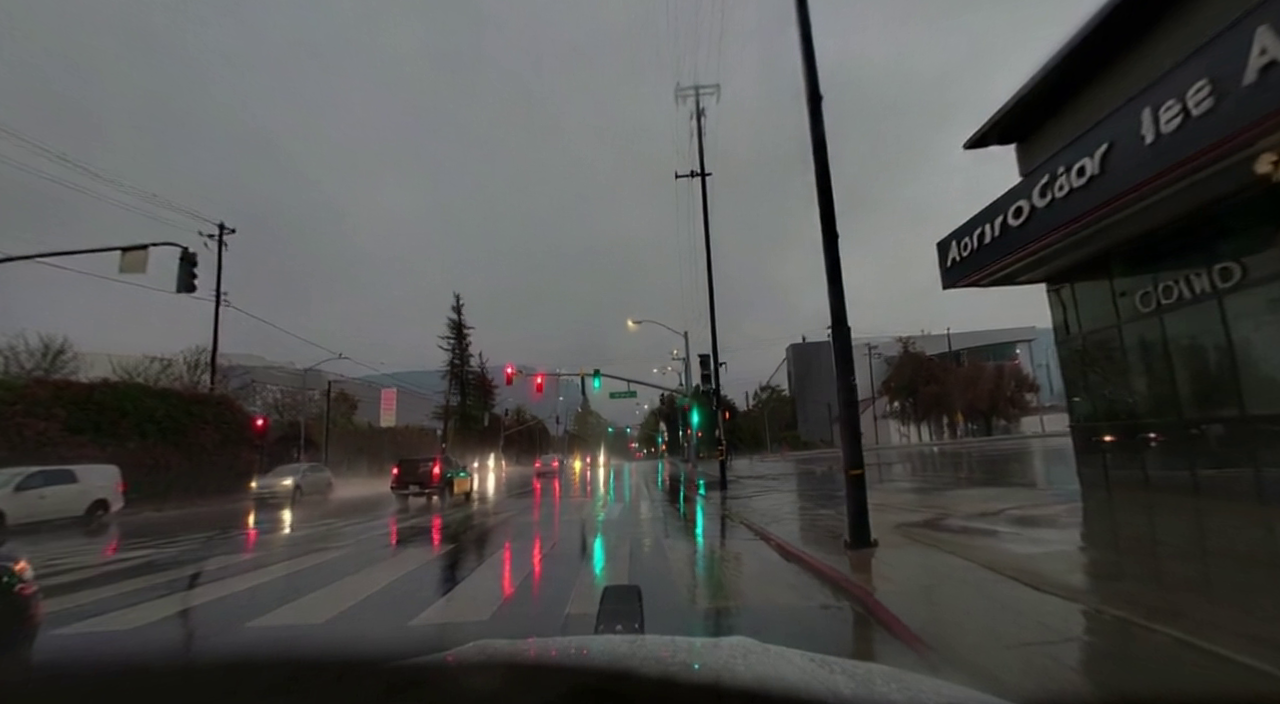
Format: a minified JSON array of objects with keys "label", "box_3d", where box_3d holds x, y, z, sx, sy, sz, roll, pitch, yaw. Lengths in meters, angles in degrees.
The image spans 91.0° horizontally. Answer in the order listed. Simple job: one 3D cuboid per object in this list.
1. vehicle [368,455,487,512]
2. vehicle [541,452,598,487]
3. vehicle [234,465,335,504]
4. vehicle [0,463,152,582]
[{"label":"vehicle","box_3d":[-6.317,3.948,19.363,1.960,1.479,4.654,0,-9,1]},{"label":"vehicle","box_3d":[-3.245,5.507,29.842,2.147,1.472,4.406,0,-9,1]},{"label":"vehicle","box_3d":[-15.542,5.811,27.825,1.964,1.485,4.252,-2,-11,0]},{"label":"vehicle","box_3d":[-9.616,2.380,8.866,2.073,1.519,4.248,0,-9,0]}]
